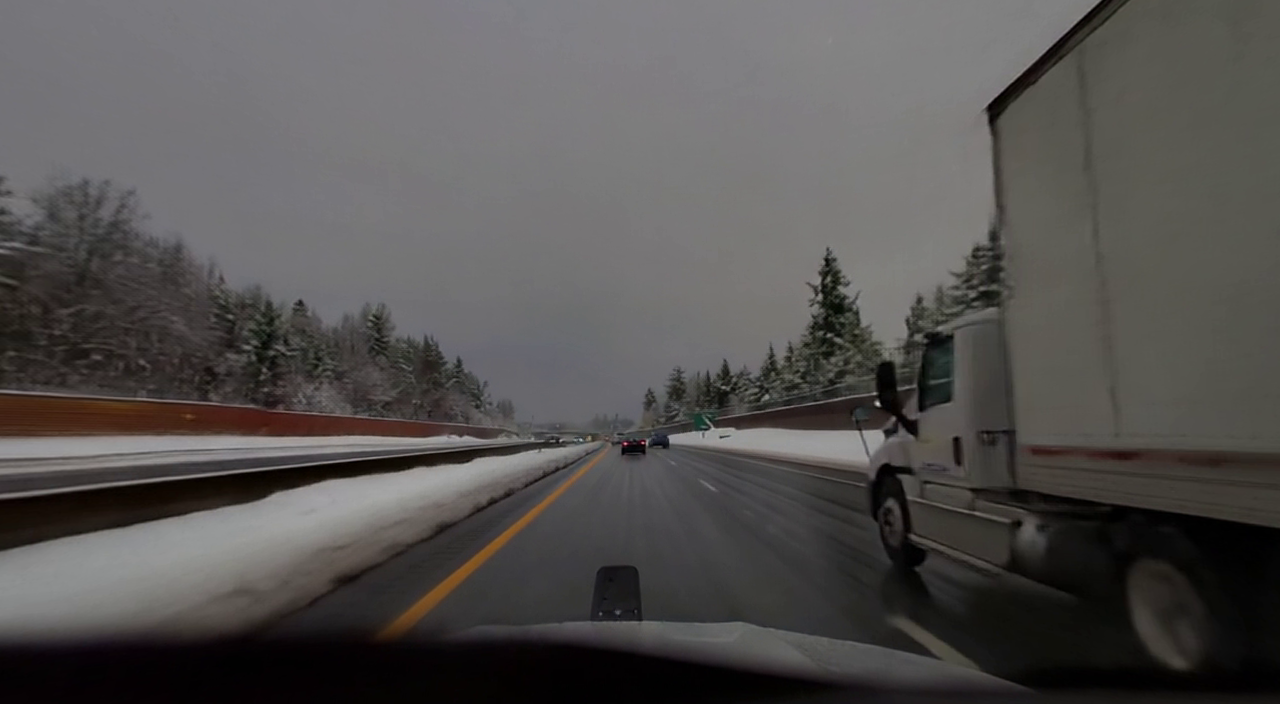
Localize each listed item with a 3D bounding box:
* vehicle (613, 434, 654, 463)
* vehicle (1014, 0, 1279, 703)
[{"bbox_3d":[-0.359,5.274,34.718,2.119,1.480,4.000,-1,-8,-1],"label":"vehicle"},{"bbox_3d":[4.281,-0.184,2.801,3.009,4.109,3.167,-1,-8,0],"label":"vehicle"}]
